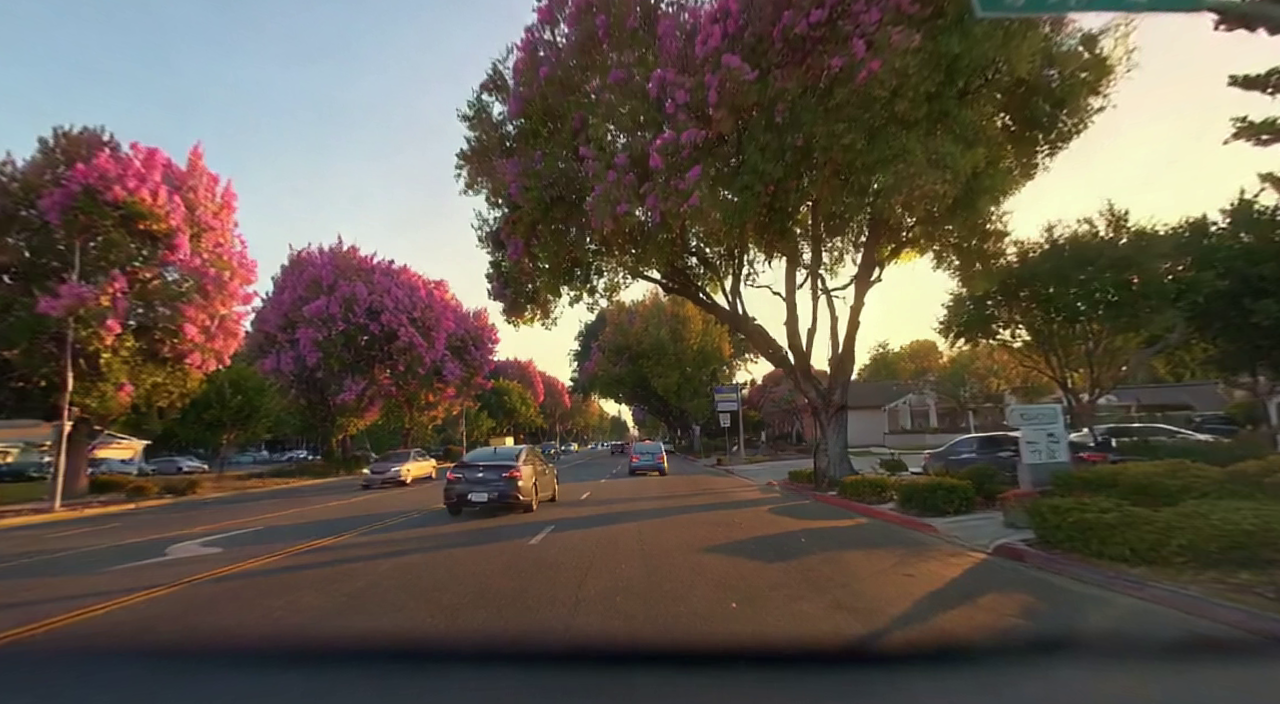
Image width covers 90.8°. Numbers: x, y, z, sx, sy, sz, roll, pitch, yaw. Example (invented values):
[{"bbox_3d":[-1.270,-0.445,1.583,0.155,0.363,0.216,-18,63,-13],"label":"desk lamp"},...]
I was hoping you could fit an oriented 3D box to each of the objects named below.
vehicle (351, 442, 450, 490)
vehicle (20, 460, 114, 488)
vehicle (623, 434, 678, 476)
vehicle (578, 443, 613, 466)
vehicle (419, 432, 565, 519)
[{"bbox_3d":[-9.551,4.543,25.679,2.190,1.744,4.612,0,-8,0],"label":"vehicle"},{"bbox_3d":[-31.191,6.648,34.447,3.451,1.425,1.616,0,-8,0],"label":"vehicle"},{"bbox_3d":[0.462,4.797,29.583,2.376,1.801,4.317,0,-8,0],"label":"vehicle"},{"bbox_3d":[-2.877,6.785,41.846,2.001,1.431,4.389,0,-8,1],"label":"vehicle"},{"bbox_3d":[-3.058,2.657,14.106,2.167,1.634,4.220,0,-8,1],"label":"vehicle"}]
